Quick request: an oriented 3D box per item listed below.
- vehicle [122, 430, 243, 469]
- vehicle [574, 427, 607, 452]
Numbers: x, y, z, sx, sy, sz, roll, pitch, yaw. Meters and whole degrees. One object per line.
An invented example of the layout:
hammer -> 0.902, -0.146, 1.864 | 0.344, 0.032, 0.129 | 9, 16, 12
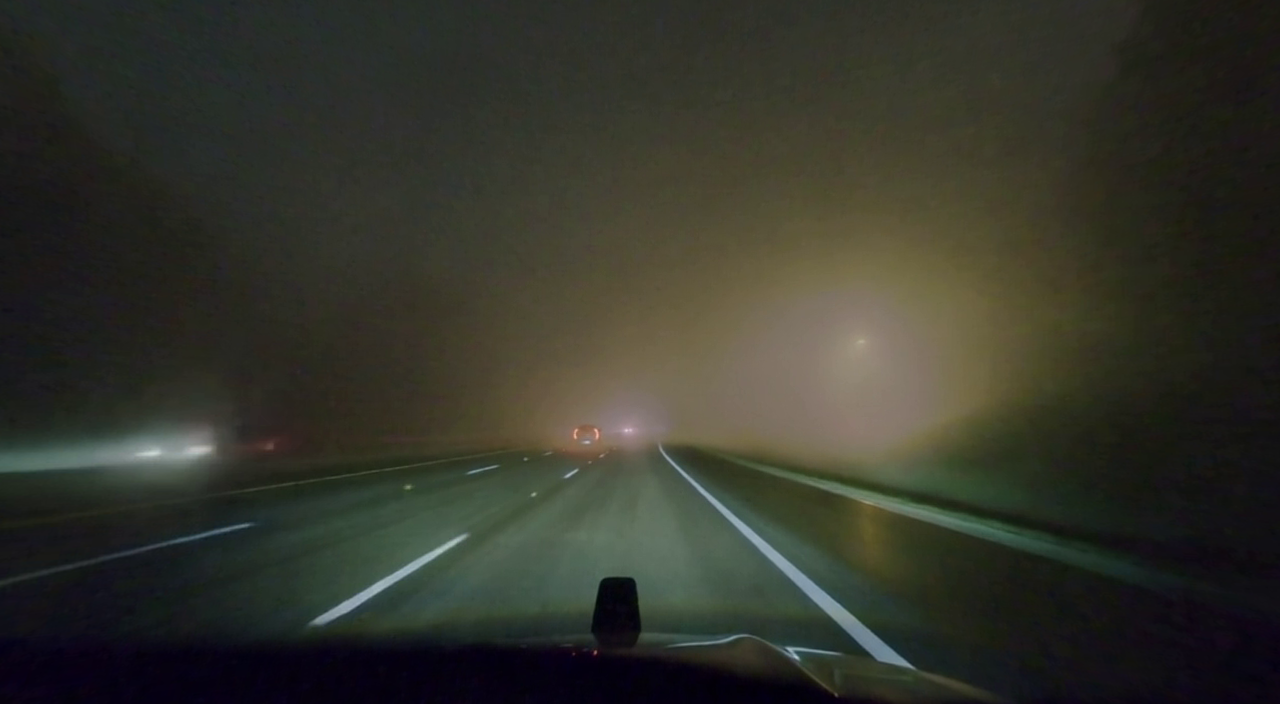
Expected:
vehicle -> -19.359, 4.125, 26.872 | 1.881, 1.517, 4.312 | 0, -8, 1
vehicle -> -3.649, 6.530, 47.012 | 1.980, 1.721, 4.419 | 0, -8, 1
